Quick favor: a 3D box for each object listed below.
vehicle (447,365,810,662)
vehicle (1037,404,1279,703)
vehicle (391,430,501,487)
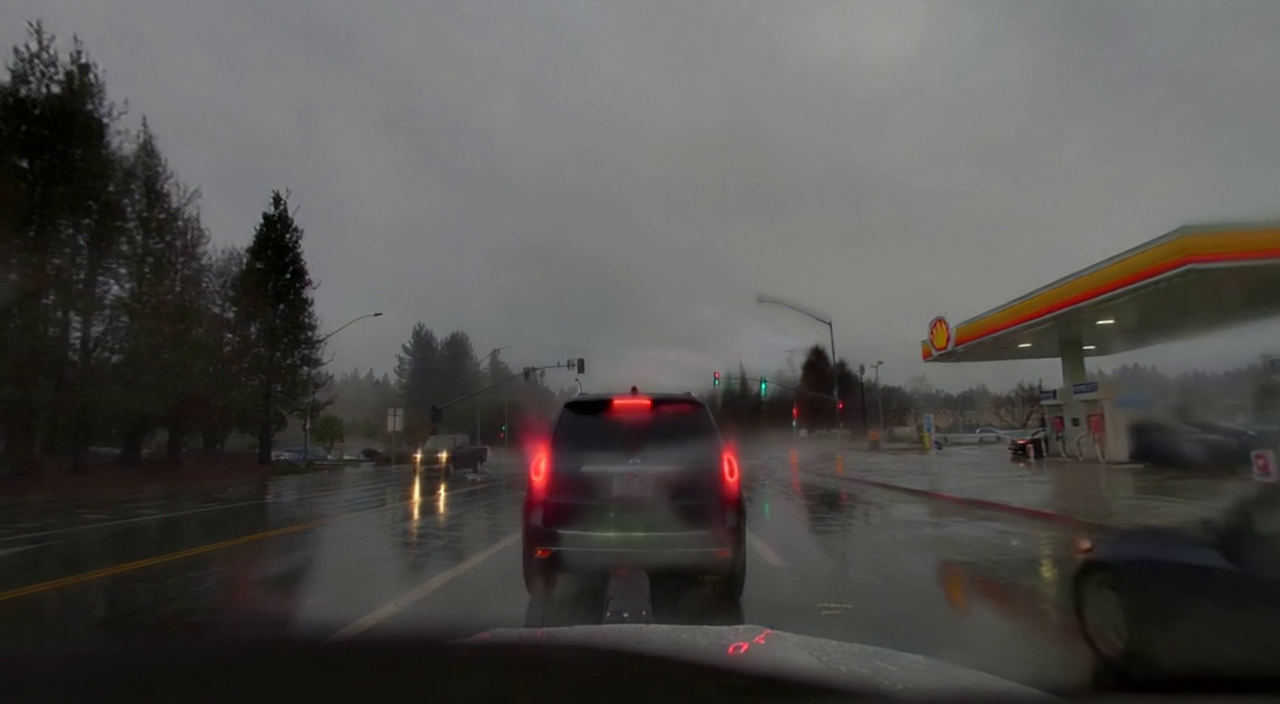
[{"bbox_3d":[0.012,1.315,6.132,2.236,1.819,4.291,-1,-9,3],"label":"vehicle"},{"bbox_3d":[3.598,0.860,1.871,2.041,1.490,4.471,0,-9,2],"label":"vehicle"},{"bbox_3d":[-6.639,3.711,22.182,2.065,1.753,4.525,-1,-9,6],"label":"vehicle"}]
